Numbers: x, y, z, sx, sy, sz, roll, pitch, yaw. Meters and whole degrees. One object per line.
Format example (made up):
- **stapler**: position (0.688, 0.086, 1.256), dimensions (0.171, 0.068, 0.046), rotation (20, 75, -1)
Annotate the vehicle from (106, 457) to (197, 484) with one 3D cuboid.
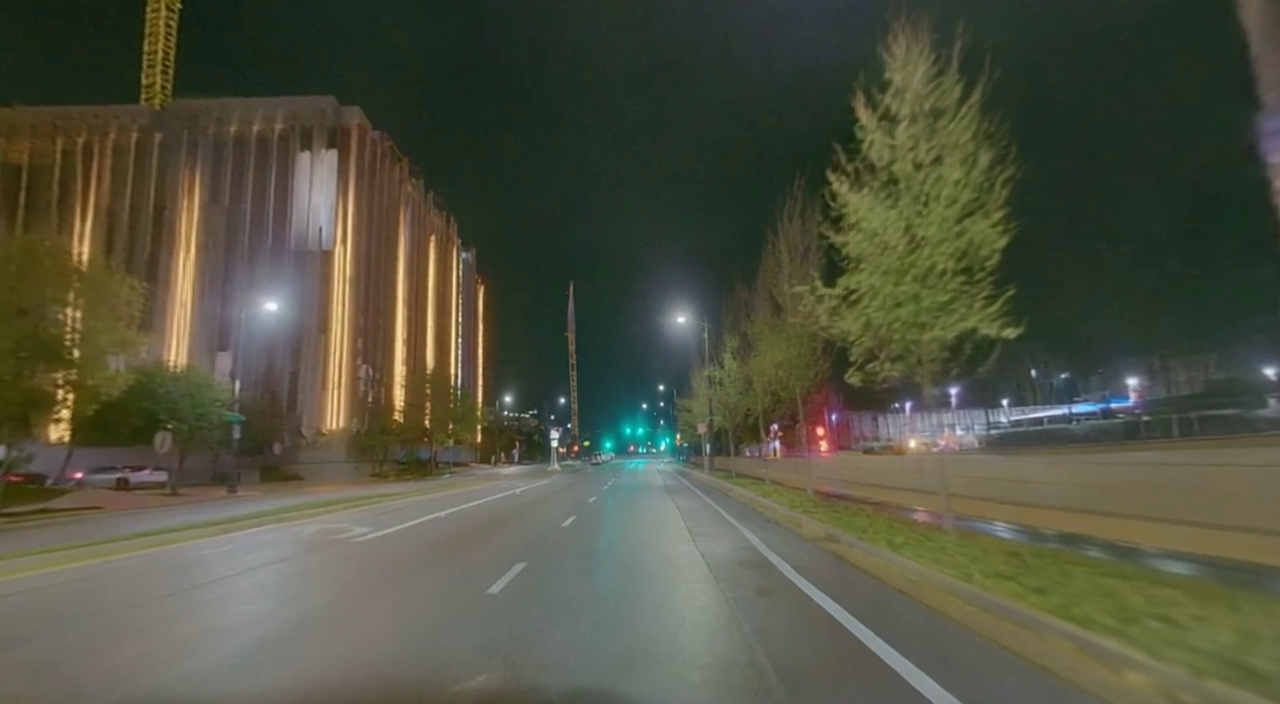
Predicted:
- **vehicle**: position (-32.548, 7.889, 42.078), dimensions (4.308, 1.598, 1.891), rotation (0, -8, -8)
